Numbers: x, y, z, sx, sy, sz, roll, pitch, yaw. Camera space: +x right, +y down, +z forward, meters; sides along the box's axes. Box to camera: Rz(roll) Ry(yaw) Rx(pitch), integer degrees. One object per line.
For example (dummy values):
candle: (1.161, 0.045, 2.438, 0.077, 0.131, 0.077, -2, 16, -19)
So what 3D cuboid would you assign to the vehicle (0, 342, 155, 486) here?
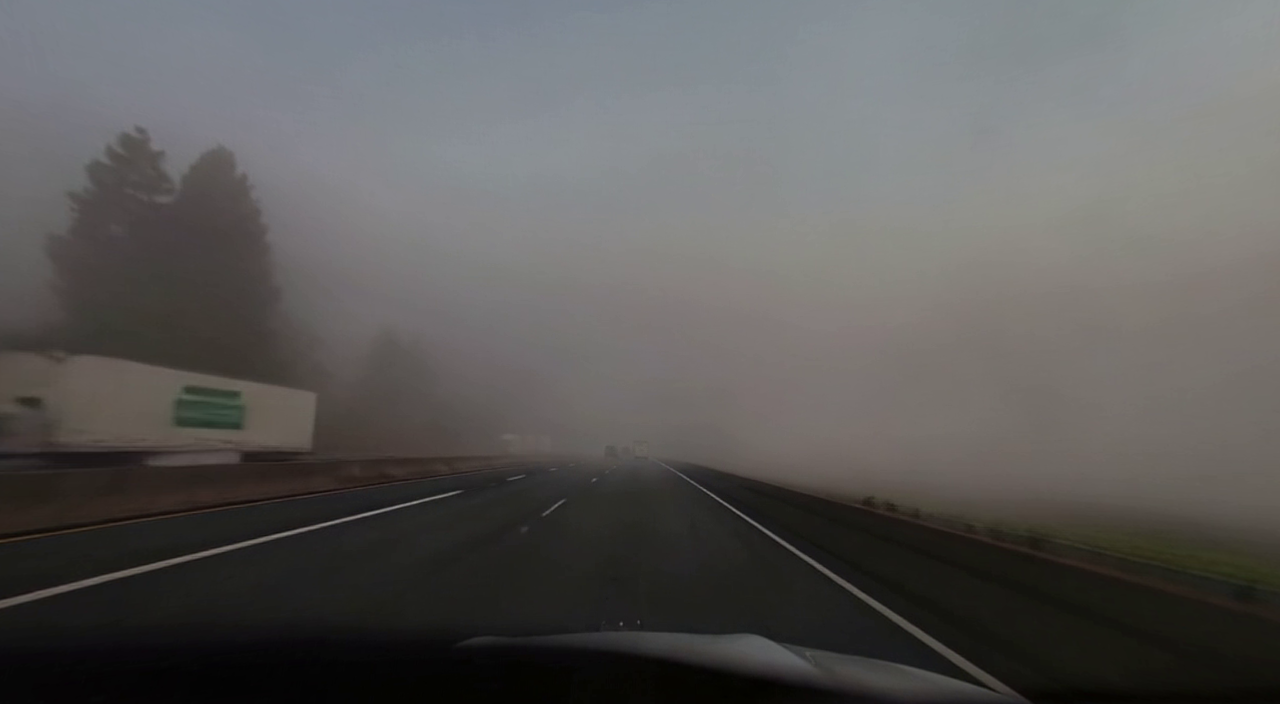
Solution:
vehicle: (-18.907, 2.057, 19.475, 3.001, 3.871, 5.872, 0, -9, 0)
